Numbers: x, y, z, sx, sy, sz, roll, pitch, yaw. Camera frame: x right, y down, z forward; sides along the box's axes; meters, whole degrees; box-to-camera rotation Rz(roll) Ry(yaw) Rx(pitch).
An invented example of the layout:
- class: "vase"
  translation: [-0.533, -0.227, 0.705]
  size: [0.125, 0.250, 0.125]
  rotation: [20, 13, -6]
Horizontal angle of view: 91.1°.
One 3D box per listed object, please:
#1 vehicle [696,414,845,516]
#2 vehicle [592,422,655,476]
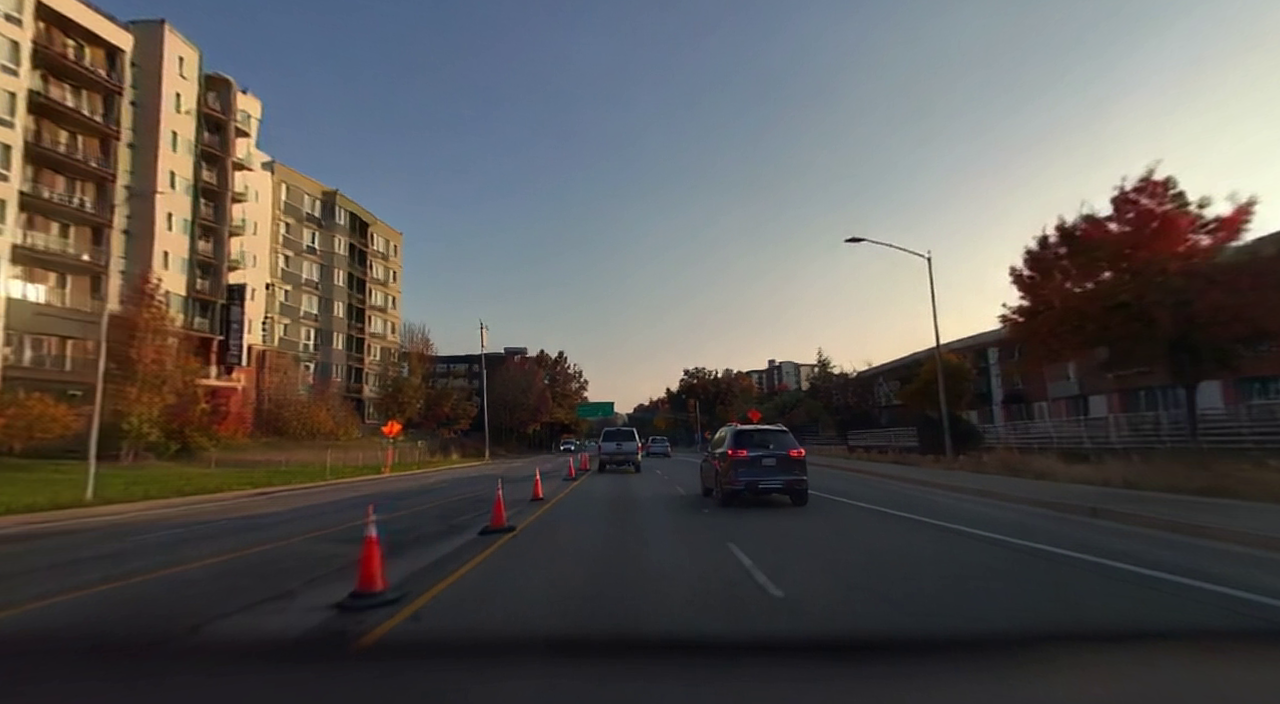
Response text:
- class: "vehicle"
  translation: [2.618, 2.461, 14.199]
  size: [2.120, 1.828, 5.531]
  rotation: [0, -8, -1]
- class: "vehicle"
  translation: [-0.757, 4.747, 30.843]
  size: [2.762, 2.309, 6.723]
  rotation: [0, -8, -1]
